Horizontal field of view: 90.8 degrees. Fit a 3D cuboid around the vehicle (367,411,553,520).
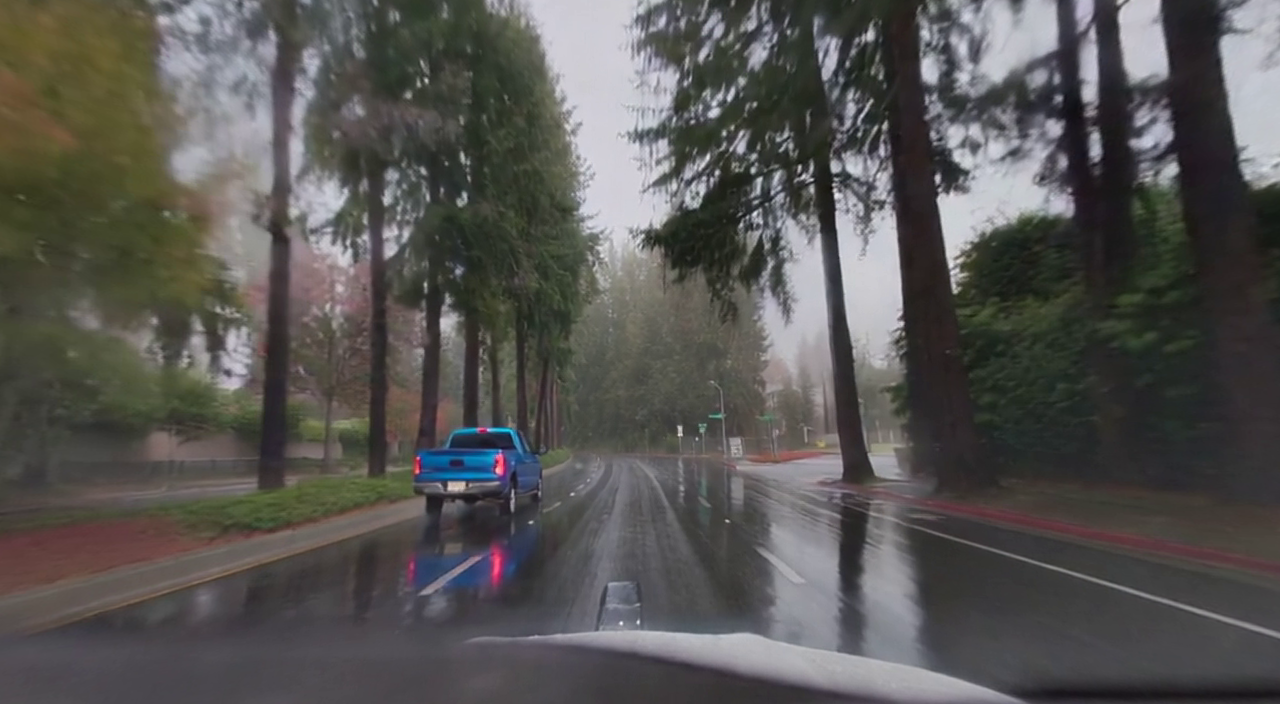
[{"bbox_3d":[-3.530,2.450,14.082,2.267,1.849,6.402,0,-9,0],"label":"vehicle"}]
